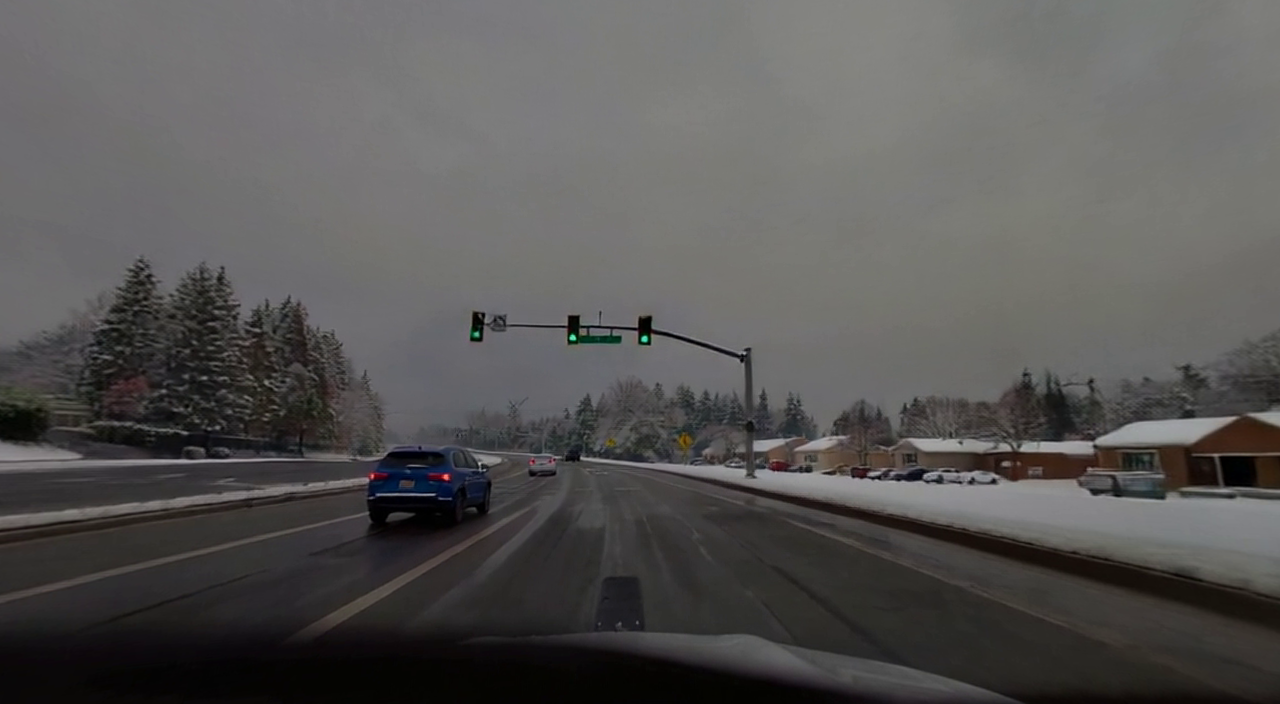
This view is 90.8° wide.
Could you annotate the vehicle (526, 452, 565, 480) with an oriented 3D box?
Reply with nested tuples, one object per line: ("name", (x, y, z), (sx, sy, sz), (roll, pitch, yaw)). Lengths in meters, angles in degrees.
("vehicle", (-5.339, 6.446, 36.019), (1.904, 1.476, 3.736), (1, -9, -4))

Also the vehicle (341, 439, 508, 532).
("vehicle", (-4.298, 2.714, 13.559), (2.098, 1.613, 4.606), (0, -9, -2))

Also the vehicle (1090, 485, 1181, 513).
("vehicle", (34.364, 10.174, 43.970), (1.815, 1.463, 4.876), (3, -9, -11))

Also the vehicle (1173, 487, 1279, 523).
("vehicle", (35.179, 9.112, 37.904), (1.791, 1.703, 4.779), (2, -9, -7))
